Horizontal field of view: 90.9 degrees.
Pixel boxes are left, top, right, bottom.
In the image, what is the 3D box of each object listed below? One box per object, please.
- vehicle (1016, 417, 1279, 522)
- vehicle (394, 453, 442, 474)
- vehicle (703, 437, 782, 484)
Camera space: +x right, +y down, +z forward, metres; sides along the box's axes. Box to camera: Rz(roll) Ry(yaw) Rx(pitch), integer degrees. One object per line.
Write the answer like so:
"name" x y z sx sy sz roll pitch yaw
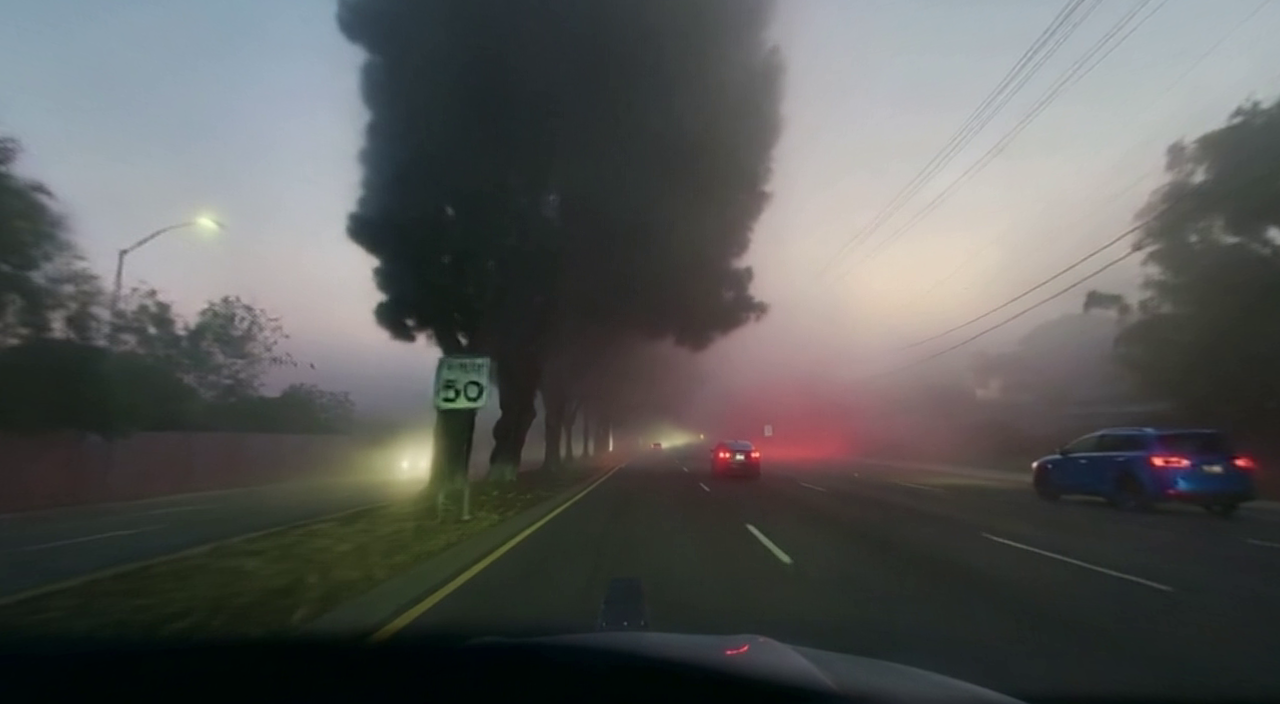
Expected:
"vehicle" 9.879 2.253 12.581 1.978 1.700 4.461 0 -8 1
"vehicle" -16.896 8.466 48.147 1.952 1.468 4.487 0 -8 1
"vehicle" 3.480 3.765 22.179 2.063 1.481 4.247 0 -8 0
